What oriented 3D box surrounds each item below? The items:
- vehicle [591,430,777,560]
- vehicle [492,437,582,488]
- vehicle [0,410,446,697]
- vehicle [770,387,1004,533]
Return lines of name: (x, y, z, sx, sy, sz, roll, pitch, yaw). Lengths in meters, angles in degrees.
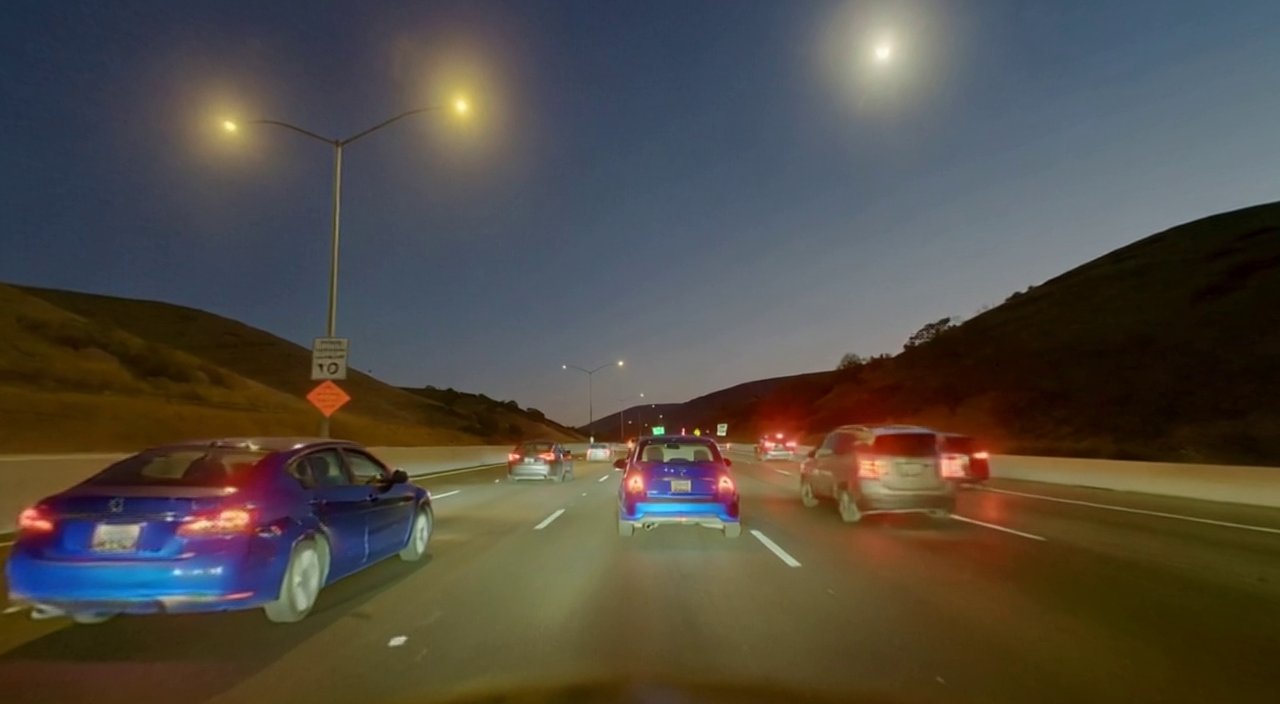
vehicle: (0.523, 1.895, 9.073, 2.072, 1.431, 3.904, 0, -8, 1)
vehicle: (-3.138, 3.495, 20.256, 2.017, 1.446, 4.384, 0, -8, 2)
vehicle: (-3.454, 1.396, 5.597, 2.033, 1.513, 4.333, 0, -8, 1)
vehicle: (3.683, 1.739, 10.545, 2.086, 1.884, 4.547, 0, -8, 1)
